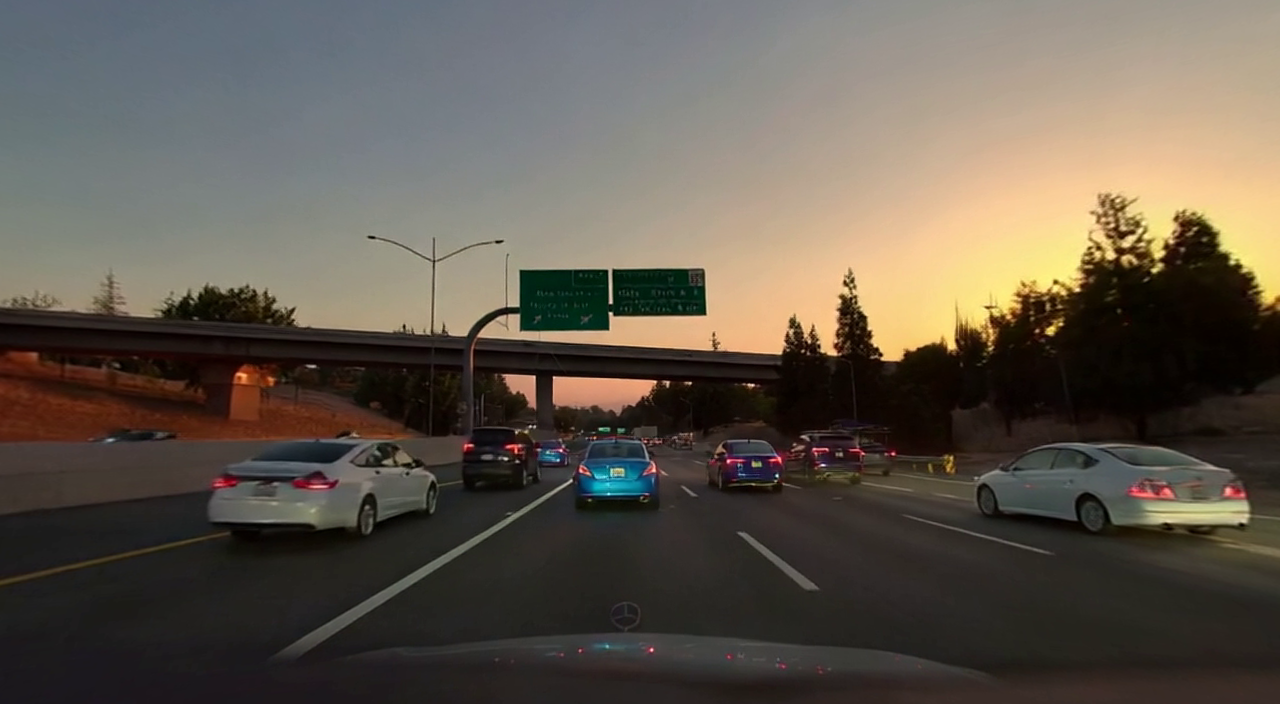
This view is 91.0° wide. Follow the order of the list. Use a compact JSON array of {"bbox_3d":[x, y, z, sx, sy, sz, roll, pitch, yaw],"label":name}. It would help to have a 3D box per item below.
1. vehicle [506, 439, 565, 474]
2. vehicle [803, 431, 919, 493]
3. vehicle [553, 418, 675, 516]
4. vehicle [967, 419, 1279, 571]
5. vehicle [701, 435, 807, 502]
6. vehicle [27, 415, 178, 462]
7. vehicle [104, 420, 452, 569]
[{"bbox_3d":[-4.983,5.088,30.837,2.071,1.537,4.912,0,-9,0],"label":"vehicle"},{"bbox_3d":[6.851,3.458,20.132,2.022,1.735,4.400,1,-9,-1],"label":"vehicle"},{"bbox_3d":[-0.475,2.362,13.334,2.181,1.728,3.970,0,-9,0],"label":"vehicle"},{"bbox_3d":[7.196,1.931,9.293,2.106,1.641,4.671,1,-9,-2],"label":"vehicle"},{"bbox_3d":[2.855,3.045,16.820,1.975,1.532,4.227,1,-9,-1],"label":"vehicle"},{"bbox_3d":[-22.832,3.738,27.092,2.132,1.811,4.901,0,-9,-1],"label":"vehicle"},{"bbox_3d":[-4.504,1.851,9.072,1.971,1.505,5.035,0,-9,1],"label":"vehicle"}]
